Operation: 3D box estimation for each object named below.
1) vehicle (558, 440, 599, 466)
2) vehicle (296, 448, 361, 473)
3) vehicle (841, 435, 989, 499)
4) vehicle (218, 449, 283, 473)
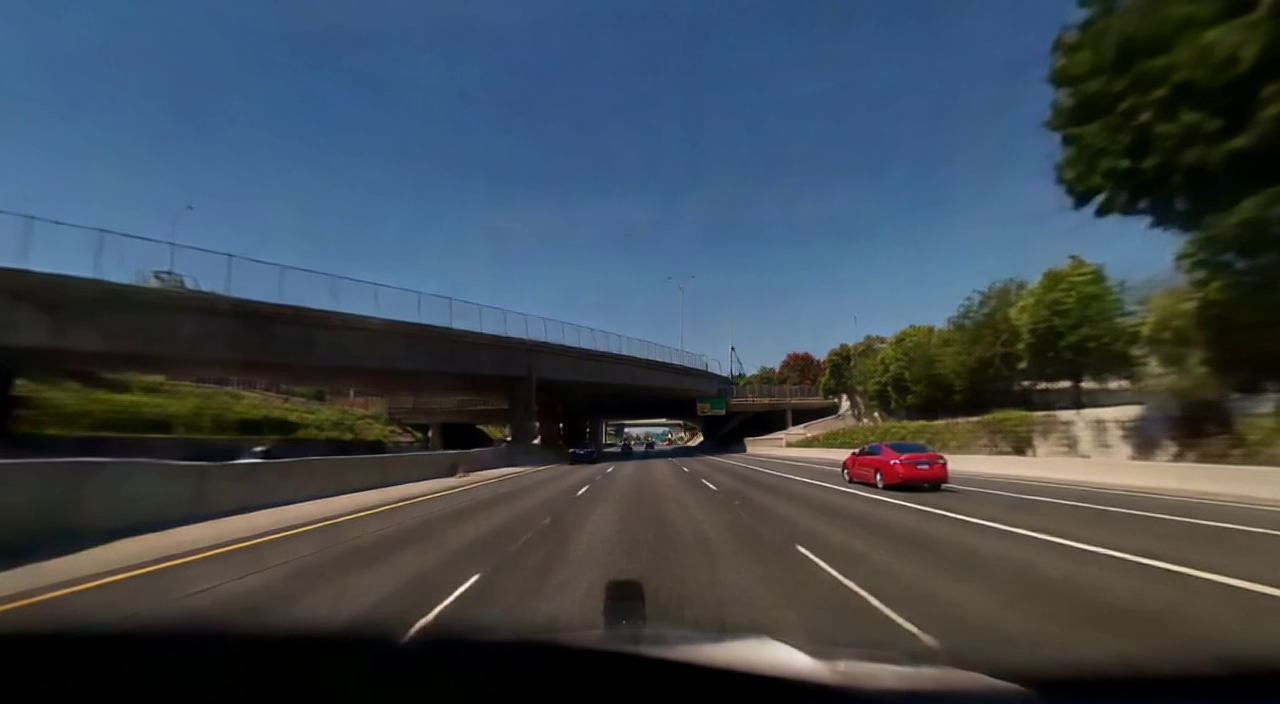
[{"bbox_3d":[-3.805,6.376,39.860,2.085,1.533,4.861,0,-8,1],"label":"vehicle"},{"bbox_3d":[-20.964,7.298,42.725,1.927,1.515,4.771,0,-8,0],"label":"vehicle"},{"bbox_3d":[7.158,3.024,17.042,1.914,1.465,4.574,0,-8,0],"label":"vehicle"},{"bbox_3d":[-28.255,7.887,45.892,1.847,1.645,4.418,0,-8,1],"label":"vehicle"}]
